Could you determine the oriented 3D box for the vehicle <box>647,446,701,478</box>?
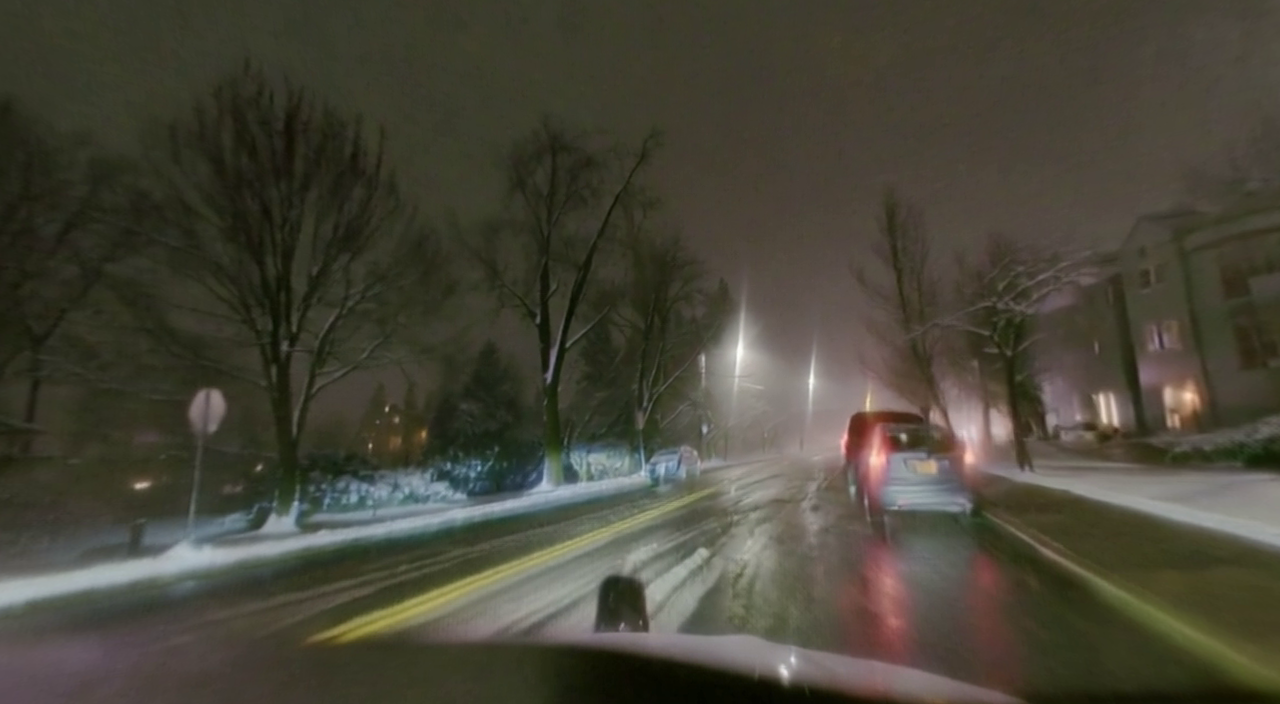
[{"bbox_3d":[2.031,6.231,35.754,2.033,1.456,4.370,-8,-9,14],"label":"vehicle"}]

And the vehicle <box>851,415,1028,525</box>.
[{"bbox_3d":[5.370,2.122,11.969,2.242,1.661,4.273,-3,-8,15],"label":"vehicle"}]
